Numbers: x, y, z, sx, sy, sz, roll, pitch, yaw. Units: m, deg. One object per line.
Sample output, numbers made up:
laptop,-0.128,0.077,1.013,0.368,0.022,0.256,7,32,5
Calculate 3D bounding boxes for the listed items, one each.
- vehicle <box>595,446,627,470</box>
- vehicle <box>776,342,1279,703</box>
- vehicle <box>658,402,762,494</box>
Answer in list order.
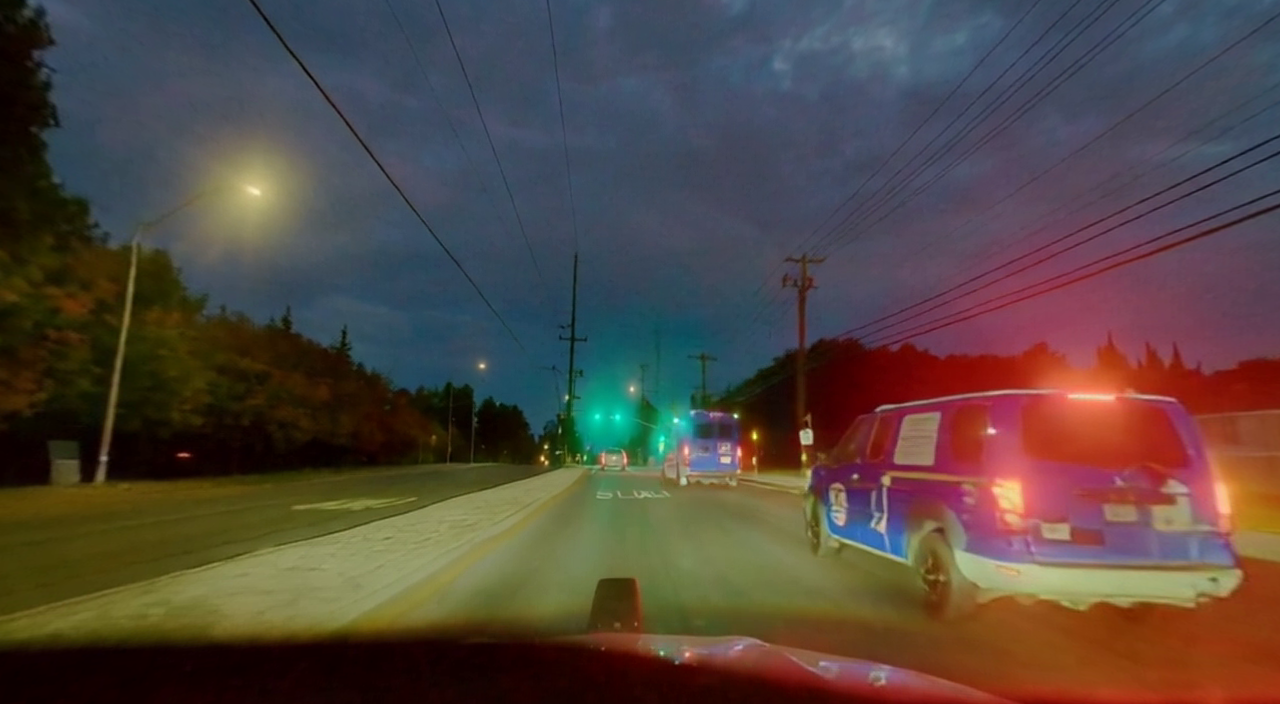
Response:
vehicle,-2.257,8.070,48.146,2.114,1.707,3.725,1,-8,-7
vehicle,2.954,1.239,5.628,2.194,1.922,4.822,0,-8,-3
vehicle,2.138,3.209,21.368,2.406,2.687,5.521,1,-8,-5
